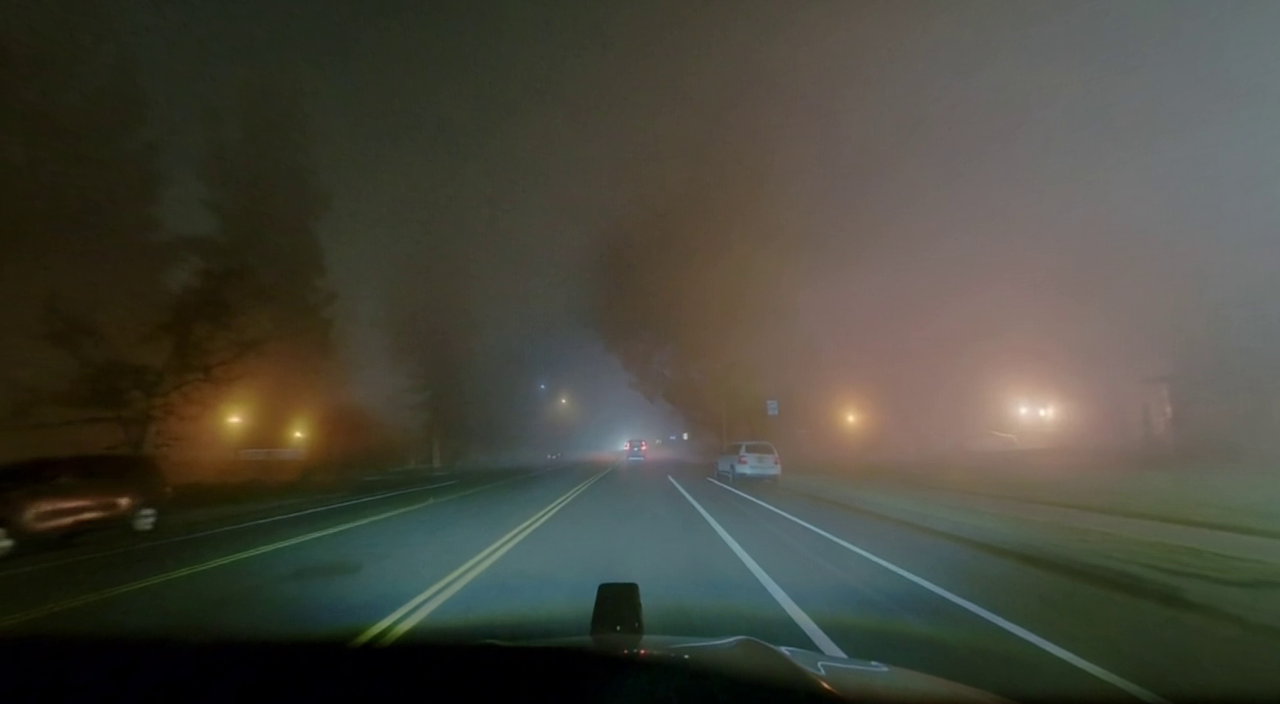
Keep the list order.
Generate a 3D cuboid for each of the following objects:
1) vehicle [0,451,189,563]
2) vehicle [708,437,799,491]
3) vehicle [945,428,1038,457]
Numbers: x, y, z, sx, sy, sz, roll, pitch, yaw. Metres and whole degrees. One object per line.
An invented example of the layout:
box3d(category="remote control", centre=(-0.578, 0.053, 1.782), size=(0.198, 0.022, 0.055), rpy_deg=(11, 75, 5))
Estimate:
box3d(category="vehicle", centre=(-11.240, 2.802, 11.449), size=(2.086, 1.711, 5.661), rpy_deg=(-6, -8, -1))
box3d(category="vehicle", centre=(3.968, 3.997, 22.973), size=(2.124, 1.524, 4.698), rpy_deg=(6, -9, -2))
box3d(category="vehicle", centre=(21.293, 5.496, 38.360), size=(4.536, 1.654, 1.931), rpy_deg=(1, -8, -7))
